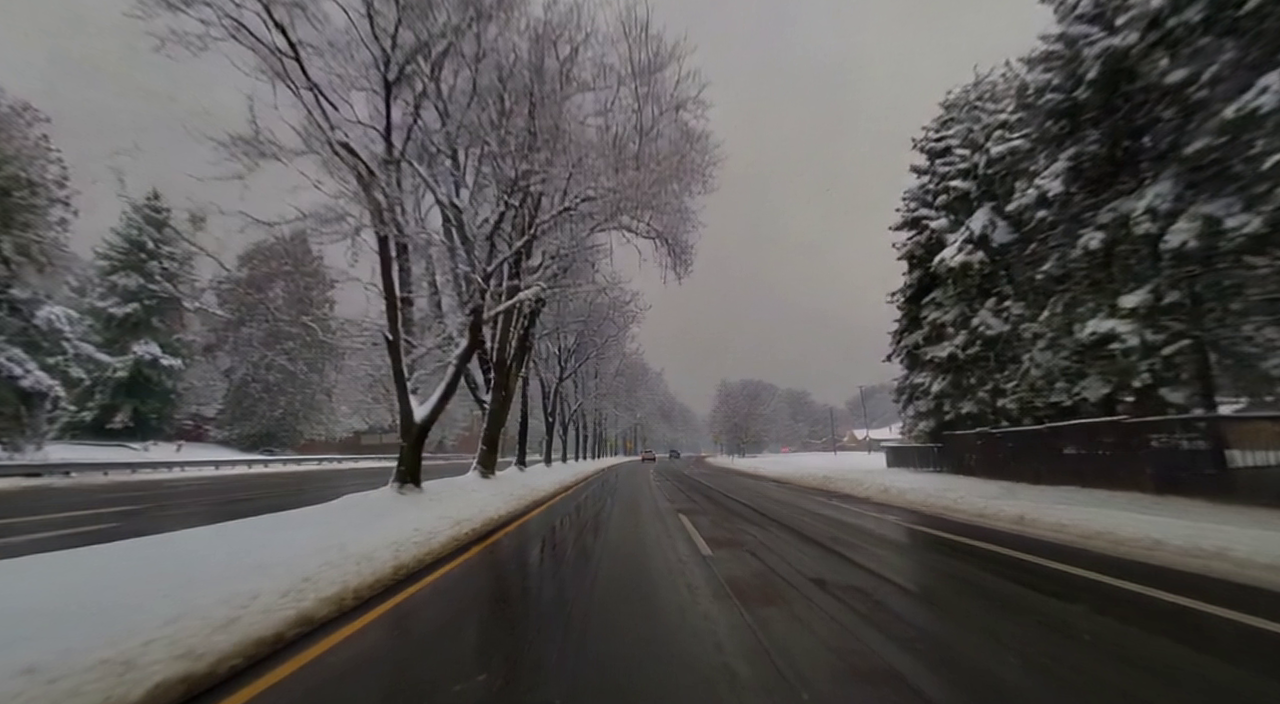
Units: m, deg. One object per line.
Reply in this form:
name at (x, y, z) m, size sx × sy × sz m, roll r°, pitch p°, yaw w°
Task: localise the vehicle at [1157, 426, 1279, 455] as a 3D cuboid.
vehicle at (44.624, 6.850, 48.578) m, size 2.249 × 2.055 × 7.098 m, roll 3°, pitch -9°, yaw -24°
